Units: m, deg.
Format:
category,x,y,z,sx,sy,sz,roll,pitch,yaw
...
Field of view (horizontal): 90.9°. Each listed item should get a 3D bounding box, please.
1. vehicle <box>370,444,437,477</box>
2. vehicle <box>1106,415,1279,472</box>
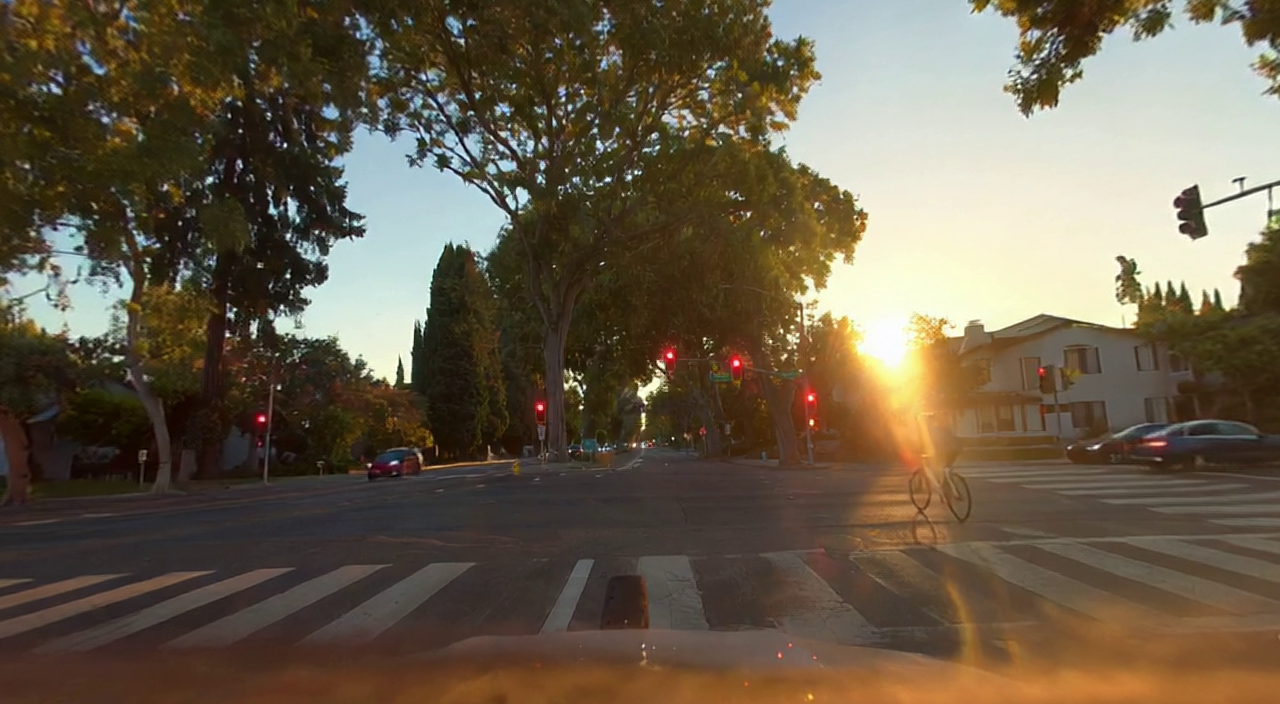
category,x,y,z,sx,sy,sz,roll,pitch,yaw
vehicle,-13.911,6.383,37.352,2.148,1.753,4.558,0,-9,1
vehicle,16.348,2.578,17.737,4.749,1.496,2.017,-1,-9,2
